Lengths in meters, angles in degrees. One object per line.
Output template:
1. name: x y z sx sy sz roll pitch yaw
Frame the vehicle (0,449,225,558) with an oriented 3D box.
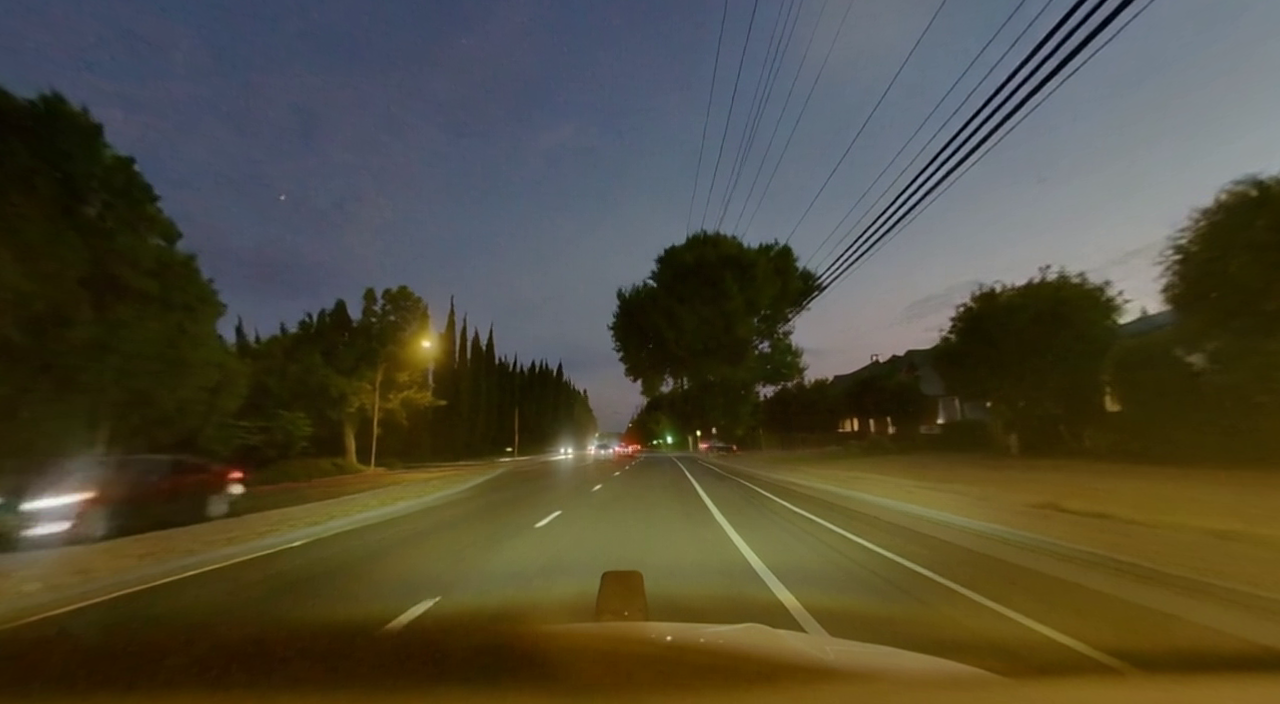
1. vehicle: -10.129 2.531 11.361 2.106 1.524 4.624 0 -9 0

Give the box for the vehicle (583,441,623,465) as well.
1. vehicle: -2.302 6.437 40.289 2.084 1.466 4.522 -1 -9 3
